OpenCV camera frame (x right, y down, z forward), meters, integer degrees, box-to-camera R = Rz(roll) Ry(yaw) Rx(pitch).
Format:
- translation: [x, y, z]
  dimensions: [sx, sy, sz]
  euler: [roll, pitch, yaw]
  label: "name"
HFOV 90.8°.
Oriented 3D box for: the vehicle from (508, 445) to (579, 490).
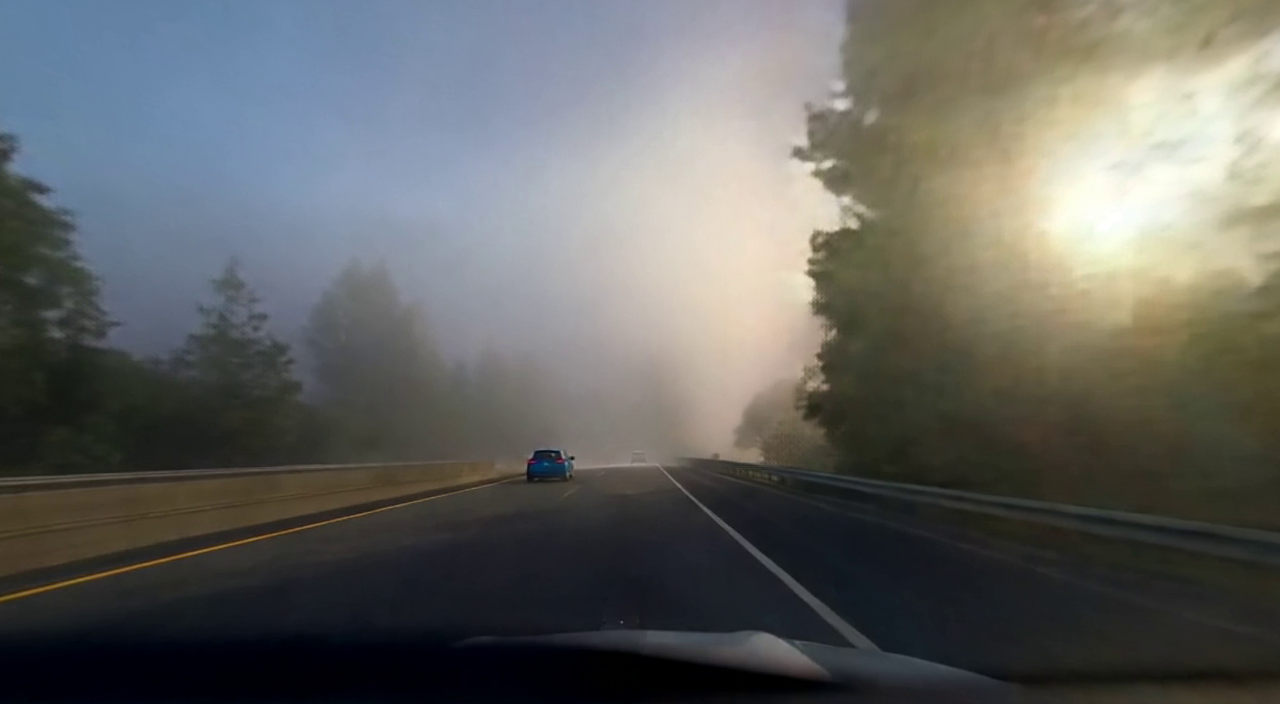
- translation: [-3.655, 4.446, 24.657]
  dimensions: [2.088, 1.586, 4.000]
  euler: [0, -9, 1]
  label: "vehicle"
